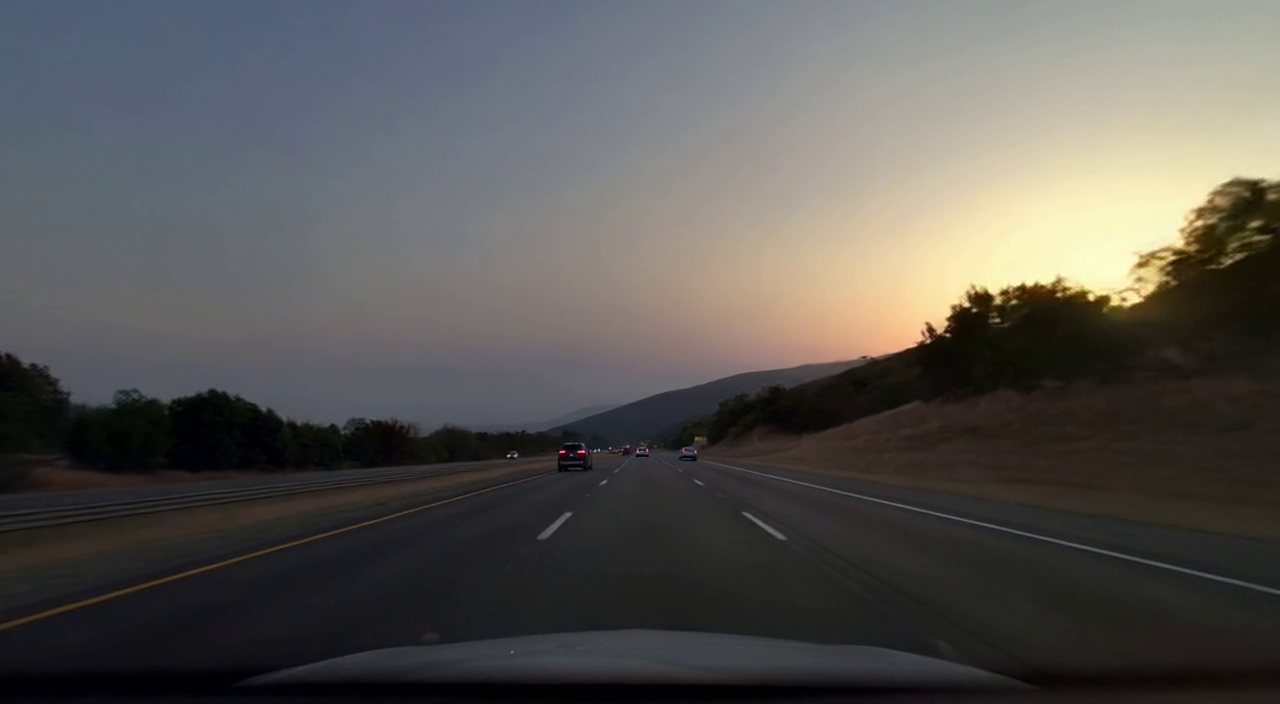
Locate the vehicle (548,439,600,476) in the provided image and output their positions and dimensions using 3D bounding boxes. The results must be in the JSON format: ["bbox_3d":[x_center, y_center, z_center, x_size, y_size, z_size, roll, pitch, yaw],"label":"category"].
[{"bbox_3d":[-3.247,5.275,31.737,2.070,1.707,4.309,0,-9,1],"label":"vehicle"}]
